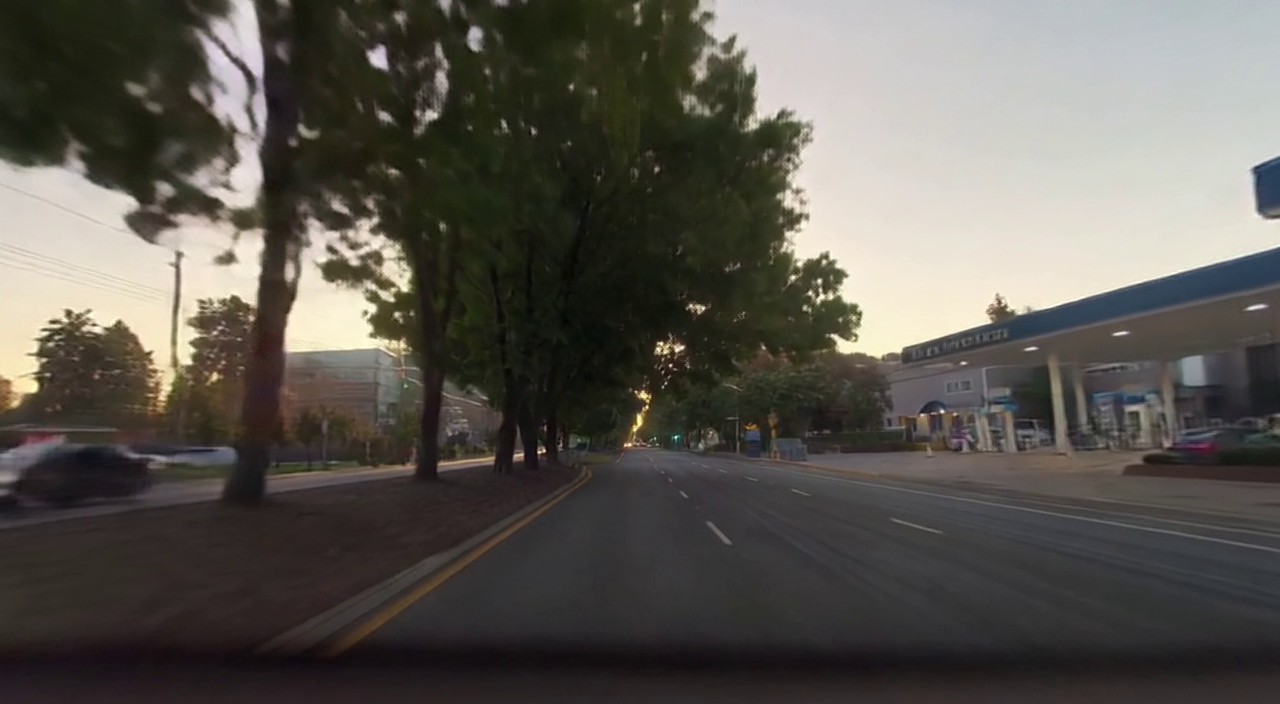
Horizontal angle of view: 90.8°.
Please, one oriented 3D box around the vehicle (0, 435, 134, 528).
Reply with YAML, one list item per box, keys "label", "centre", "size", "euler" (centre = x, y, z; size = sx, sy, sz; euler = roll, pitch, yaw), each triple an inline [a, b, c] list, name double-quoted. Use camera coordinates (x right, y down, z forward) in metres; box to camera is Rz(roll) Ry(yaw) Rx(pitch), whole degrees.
- label: "vehicle"
  centre: [-12.268, 2.415, 12.027]
  size: [1.861, 1.616, 4.077]
  euler: [0, -8, 0]
